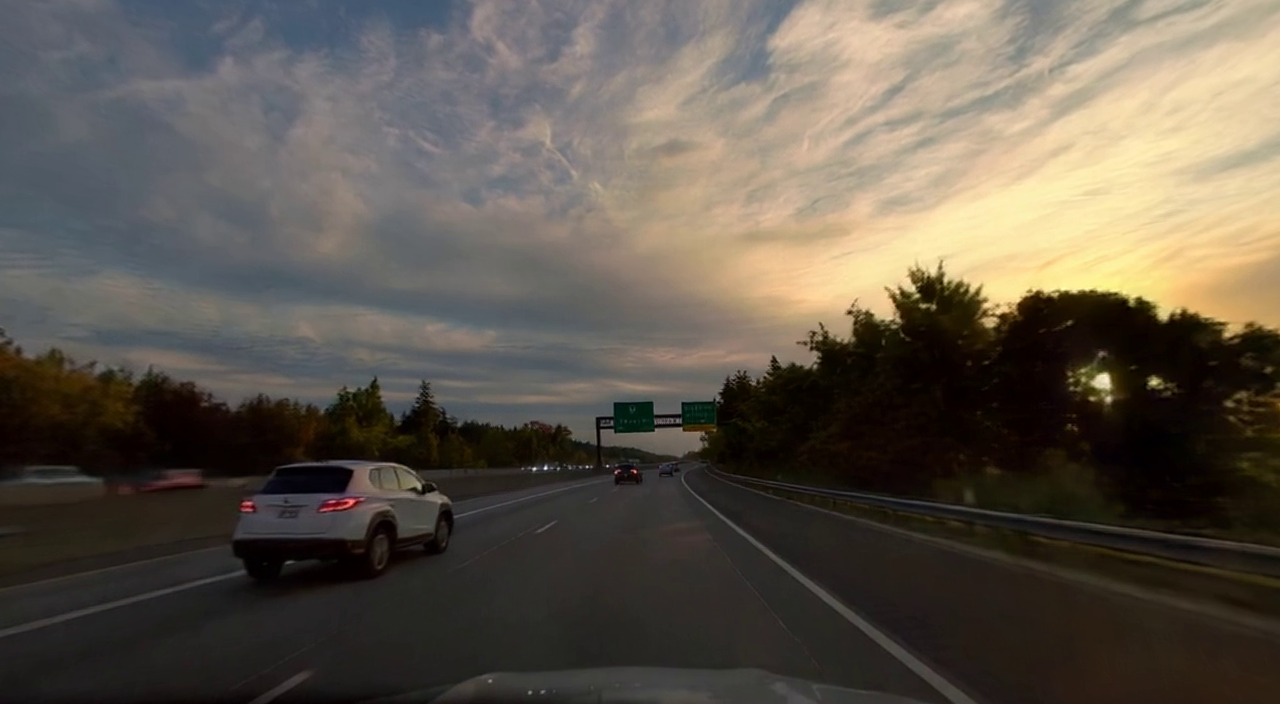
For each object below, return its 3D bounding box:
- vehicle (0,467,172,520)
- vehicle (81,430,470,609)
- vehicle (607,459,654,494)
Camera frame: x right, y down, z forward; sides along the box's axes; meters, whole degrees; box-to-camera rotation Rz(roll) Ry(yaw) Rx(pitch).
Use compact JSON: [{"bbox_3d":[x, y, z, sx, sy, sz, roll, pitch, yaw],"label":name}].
[{"bbox_3d":[-17.852,4.456,20.239,1.993,1.456,4.555,1,-10,2],"label":"vehicle"},{"bbox_3d":[-3.948,1.946,8.127,2.063,1.556,4.740,1,-10,2],"label":"vehicle"},{"bbox_3d":[-0.404,6.289,31.907,2.000,1.594,3.996,0,-11,4],"label":"vehicle"}]
